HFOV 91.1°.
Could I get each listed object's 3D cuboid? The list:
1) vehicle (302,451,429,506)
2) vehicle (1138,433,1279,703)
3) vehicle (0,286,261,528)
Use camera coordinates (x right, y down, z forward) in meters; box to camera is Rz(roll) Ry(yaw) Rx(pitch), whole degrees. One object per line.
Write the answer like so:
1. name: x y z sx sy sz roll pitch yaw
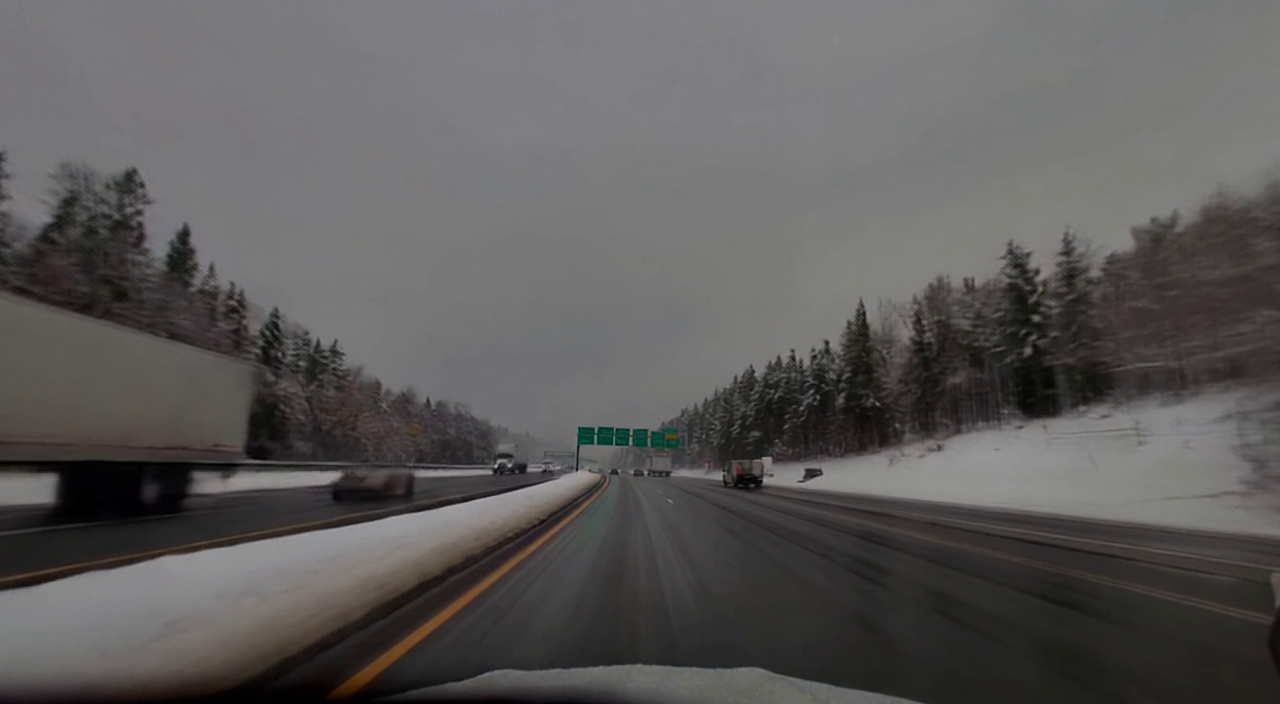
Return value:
1. vehicle: -8.681 4.068 20.416 2.176 1.548 4.347 1 -10 -1
2. vehicle: 4.004 0.880 1.397 1.965 1.502 4.599 1 -10 -1
3. vehicle: -12.748 0.789 10.132 2.975 4.187 16.809 1 -10 -1
